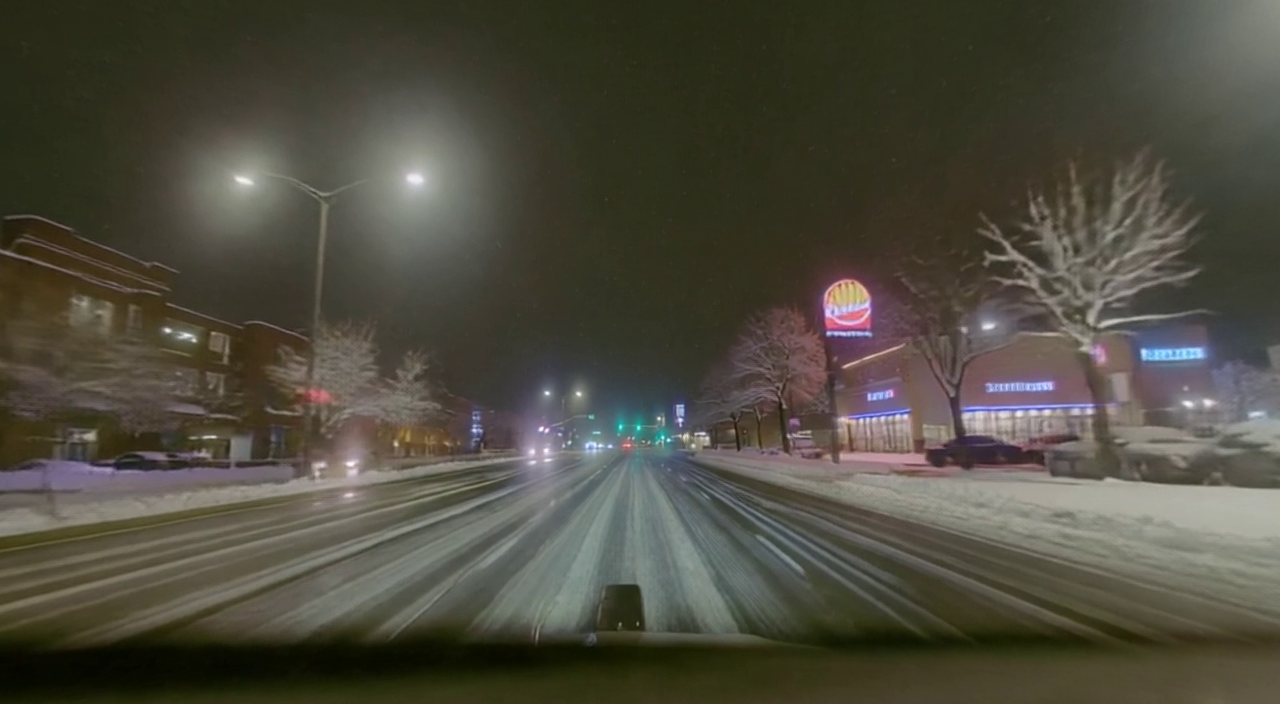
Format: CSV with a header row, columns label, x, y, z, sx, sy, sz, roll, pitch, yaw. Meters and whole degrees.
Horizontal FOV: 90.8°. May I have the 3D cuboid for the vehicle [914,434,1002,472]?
label,x,y,z,sx,sy,sz,roll,pitch,yaw
vehicle,15.255,4.870,30.619,1.881,1.664,4.658,0,-9,1

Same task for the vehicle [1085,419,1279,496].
label,x,y,z,sx,sy,sz,roll,pitch,yaw
vehicle,13.352,2.419,14.717,4.386,1.570,2.043,-1,-9,-2

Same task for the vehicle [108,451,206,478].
label,x,y,z,sx,sy,sz,roll,pitch,yaw
vehicle,-31.041,7.231,40.704,4.528,1.666,2.077,0,-9,-2

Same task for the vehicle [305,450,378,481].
label,x,y,z,sx,sy,sz,roll,pitch,yaw
vehicle,-16.001,6.064,34.127,1.872,1.505,4.296,0,-9,0

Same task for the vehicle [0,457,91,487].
label,x,y,z,sx,sy,sz,roll,pitch,yaw
vehicle,-31.332,6.150,32.395,4.593,1.433,1.711,0,-9,-2
